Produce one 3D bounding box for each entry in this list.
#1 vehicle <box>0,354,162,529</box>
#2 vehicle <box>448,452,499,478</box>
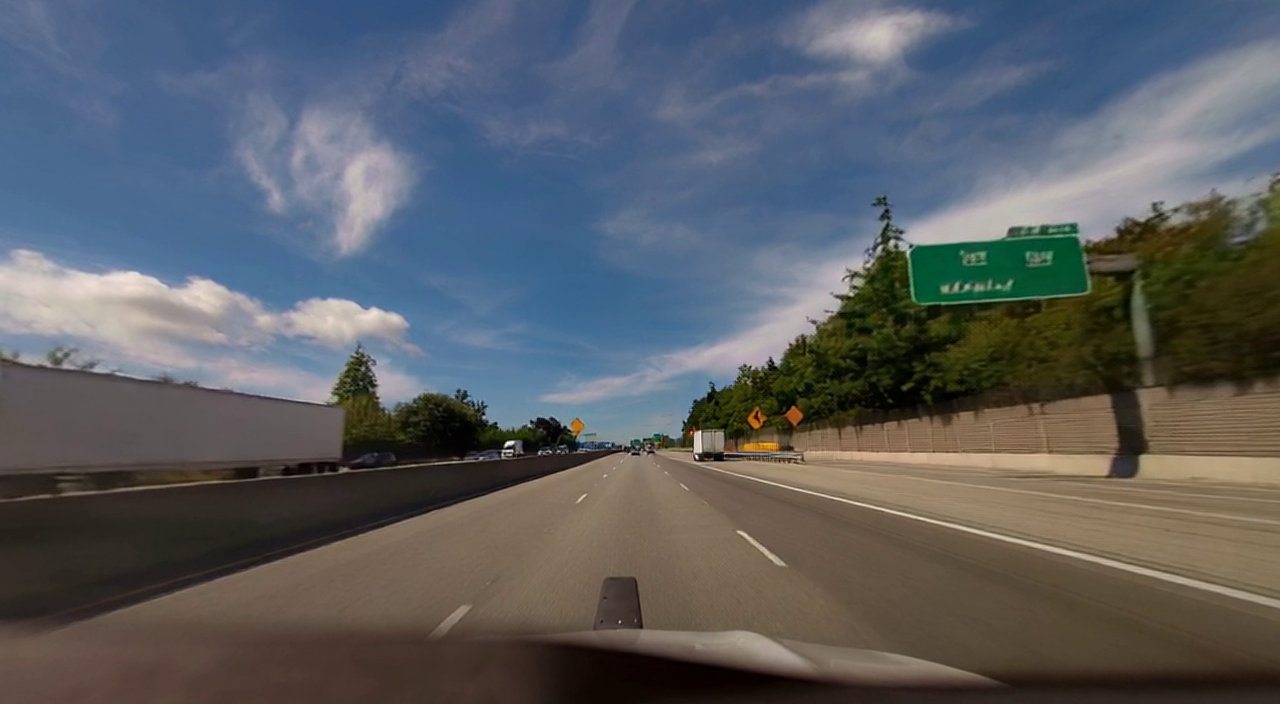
[{"bbox_3d":[-16.220,2.331,16.173,2.988,3.980,5.849,0,-9,0],"label":"vehicle"},{"bbox_3d":[-10.105,6.867,38.469,1.909,1.504,4.528,0,-9,0],"label":"vehicle"}]
